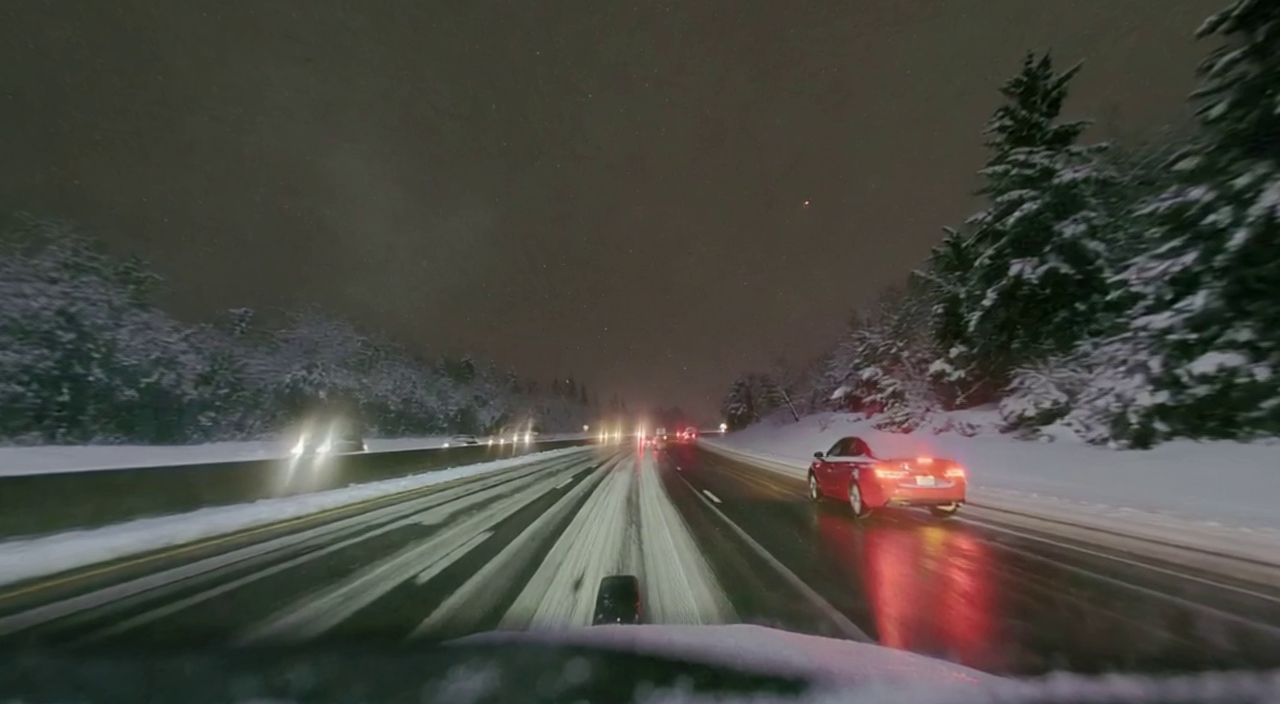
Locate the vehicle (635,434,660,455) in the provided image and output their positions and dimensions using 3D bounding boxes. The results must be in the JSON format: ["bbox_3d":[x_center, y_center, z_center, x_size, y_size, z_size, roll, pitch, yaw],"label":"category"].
[{"bbox_3d":[0.531,6.909,47.095,1.771,1.480,3.781,0,-8,0],"label":"vehicle"}]

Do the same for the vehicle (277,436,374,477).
[{"bbox_3d":[-12.268,4.067,24.805,1.821,1.464,3.805,0,-8,0],"label":"vehicle"}]

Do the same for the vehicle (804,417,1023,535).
[{"bbox_3d":[4.096,1.886,10.171,1.834,1.548,3.651,0,-8,-1],"label":"vehicle"}]

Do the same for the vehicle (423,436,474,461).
[{"bbox_3d":[-12.058,6.064,39.825,1.842,1.454,4.299,-1,-7,0],"label":"vehicle"}]
